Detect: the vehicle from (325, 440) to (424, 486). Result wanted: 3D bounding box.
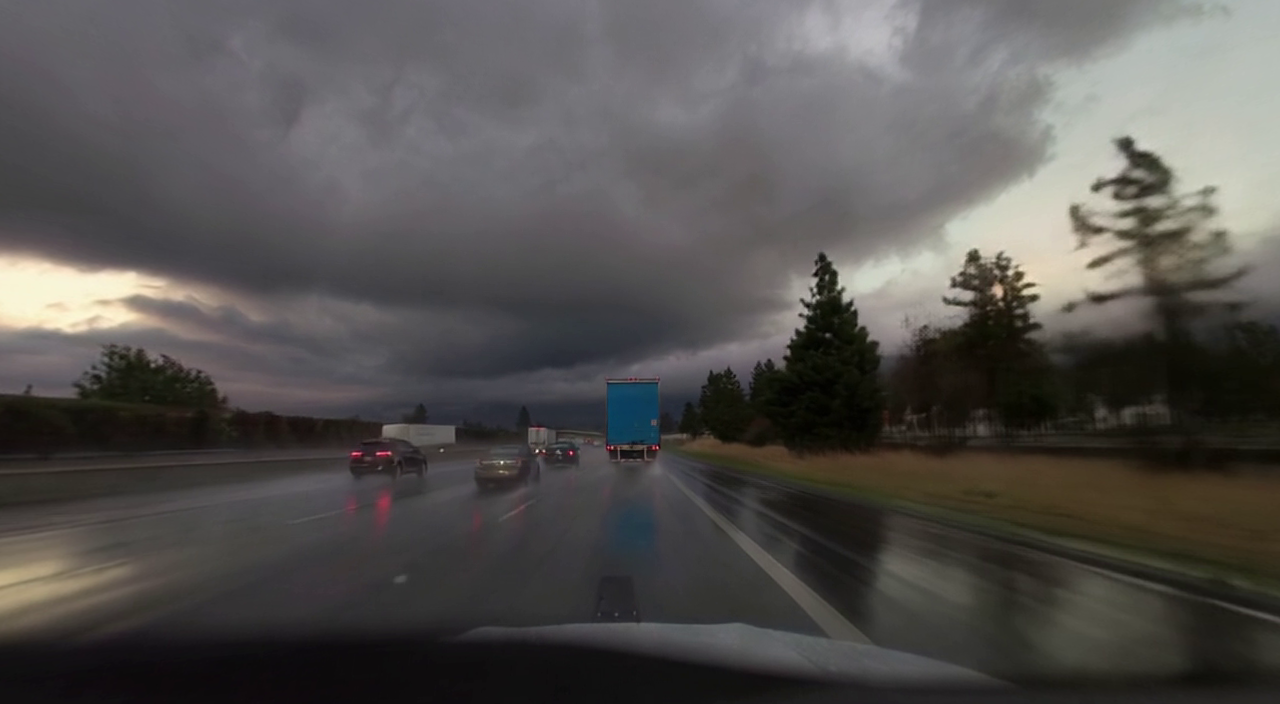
[{"bbox_3d":[-10.002,4.197,24.118,1.952,1.590,4.090,-1,-8,1],"label":"vehicle"}]

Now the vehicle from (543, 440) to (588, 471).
[{"bbox_3d":[-4.320,6.043,37.120,2.158,1.680,4.087,0,-8,0],"label":"vehicle"}]

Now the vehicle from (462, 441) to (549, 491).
[{"bbox_3d":[-4.605,3.952,22.232,2.164,1.582,3.979,0,-8,1],"label":"vehicle"}]

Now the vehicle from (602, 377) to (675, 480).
[{"bbox_3d":[-0.314,3.820,30.714,2.913,4.113,10.724,0,-8,-3],"label":"vehicle"}]
